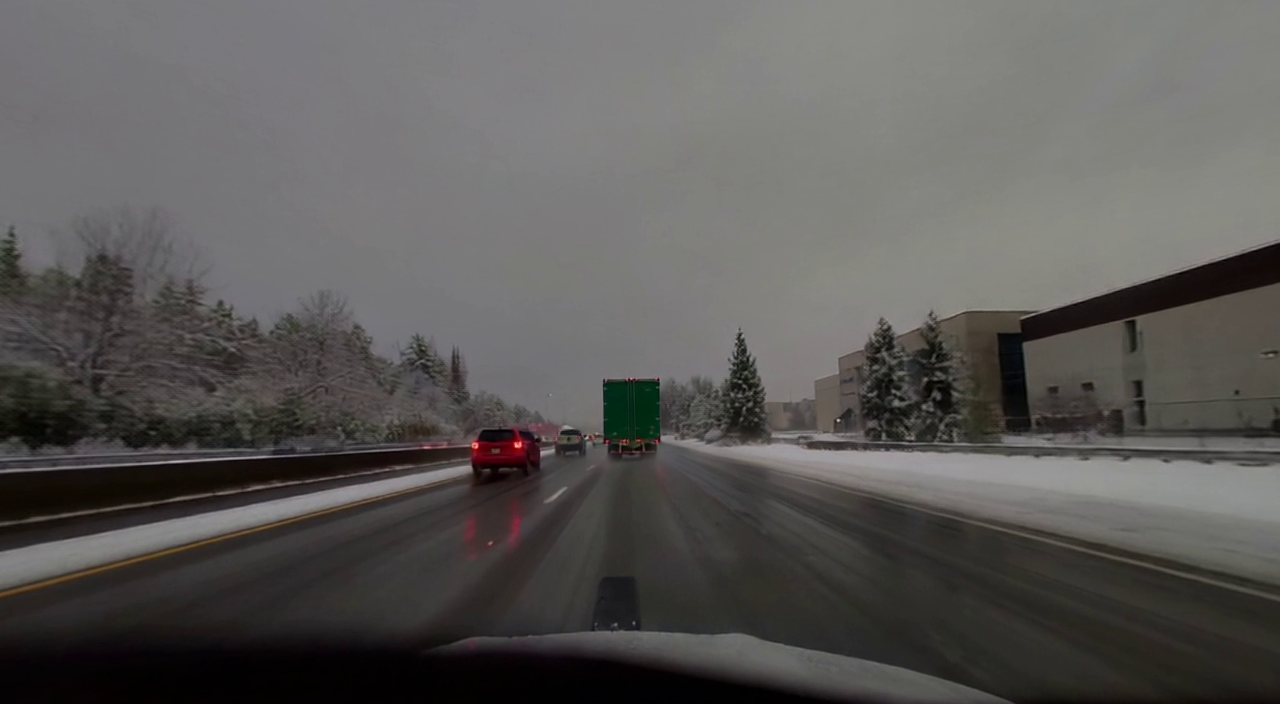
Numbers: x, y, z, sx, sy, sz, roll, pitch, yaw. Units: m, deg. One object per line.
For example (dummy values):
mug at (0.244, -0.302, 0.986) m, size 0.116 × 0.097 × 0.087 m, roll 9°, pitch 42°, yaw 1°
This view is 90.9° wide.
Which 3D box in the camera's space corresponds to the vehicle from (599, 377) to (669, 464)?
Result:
vehicle at (-0.389, 3.899, 34.659) m, size 3.259 × 4.066 × 9.891 m, roll 0°, pitch -8°, yaw -1°

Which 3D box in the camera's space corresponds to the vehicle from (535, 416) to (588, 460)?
vehicle at (-5.191, 5.807, 42.749) m, size 2.717 × 2.714 × 6.997 m, roll 0°, pitch -8°, yaw -1°

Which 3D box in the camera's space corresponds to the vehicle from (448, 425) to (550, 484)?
vehicle at (-4.266, 3.187, 20.027) m, size 2.005 × 1.602 × 5.131 m, roll 0°, pitch -8°, yaw 1°
